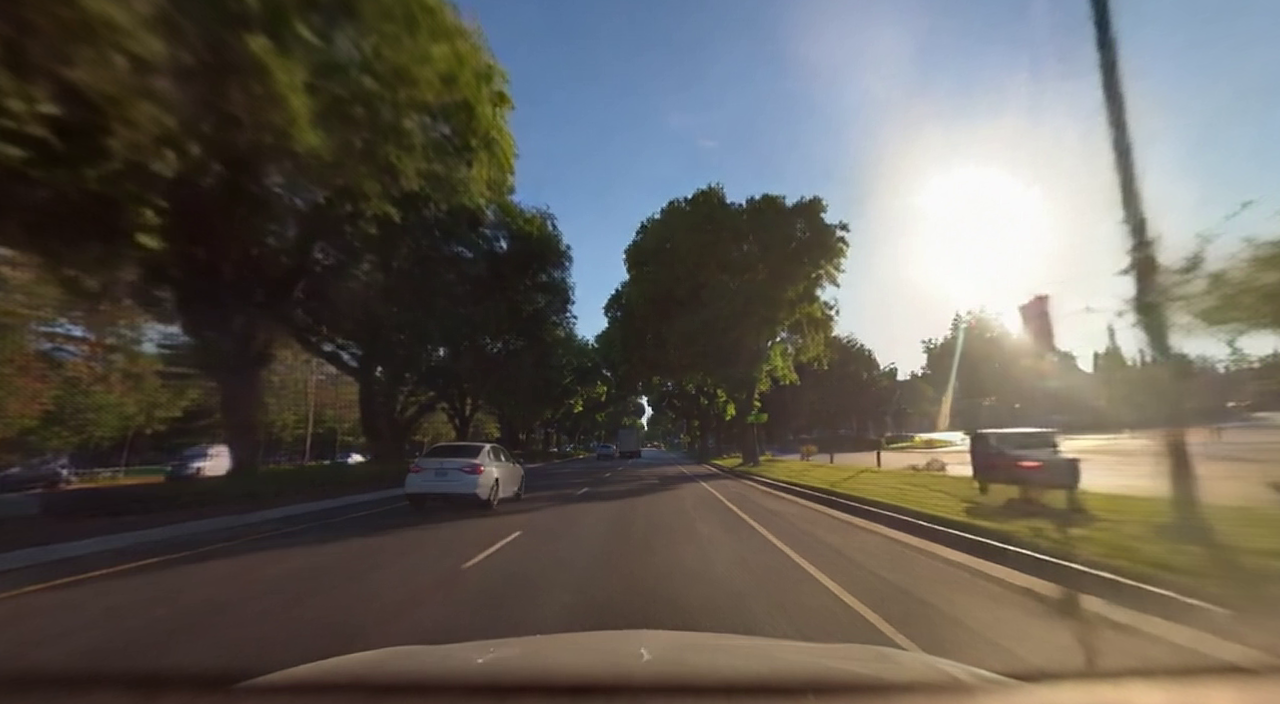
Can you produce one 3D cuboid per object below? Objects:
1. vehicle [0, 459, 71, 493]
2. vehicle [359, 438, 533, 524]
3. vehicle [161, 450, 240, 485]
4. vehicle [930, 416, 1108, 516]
[{"bbox_3d":[-31.844,6.292,32.300,1.811,1.550,3.710,0,-9,0],"label":"vehicle"},{"bbox_3d":[-3.723,2.561,13.105,2.033,1.454,4.512,-1,-9,2],"label":"vehicle"},{"bbox_3d":[-31.739,8.296,45.734,2.223,1.991,5.316,-5,-7,-4],"label":"vehicle"},{"bbox_3d":[7.165,2.163,12.264,1.594,1.688,2.861,0,-9,-1],"label":"vehicle"}]
